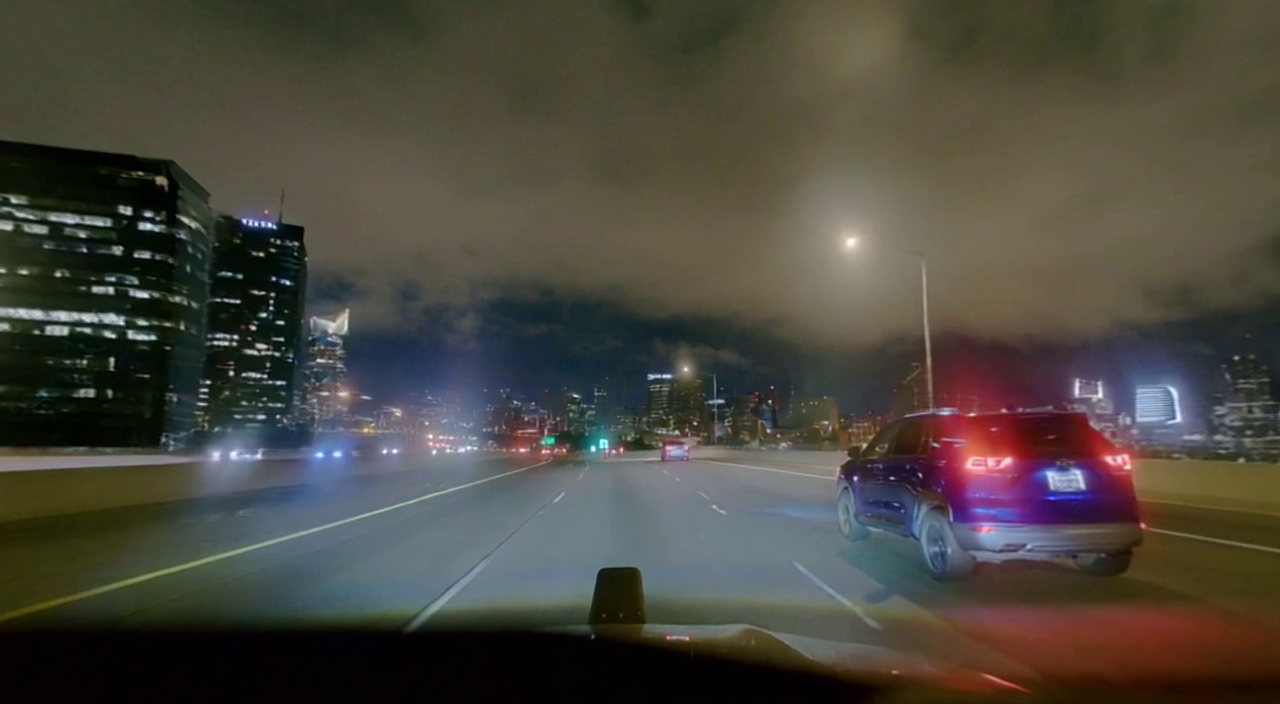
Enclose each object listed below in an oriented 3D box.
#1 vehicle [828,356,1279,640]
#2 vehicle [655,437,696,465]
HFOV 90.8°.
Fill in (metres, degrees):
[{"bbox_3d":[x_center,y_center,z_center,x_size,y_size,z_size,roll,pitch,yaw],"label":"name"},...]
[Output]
[{"bbox_3d":[3.709,1.251,6.348,2.182,1.826,4.392,0,-8,-1],"label":"vehicle"},{"bbox_3d":[2.296,6.614,42.333,2.110,1.780,4.682,1,-8,-5],"label":"vehicle"}]
